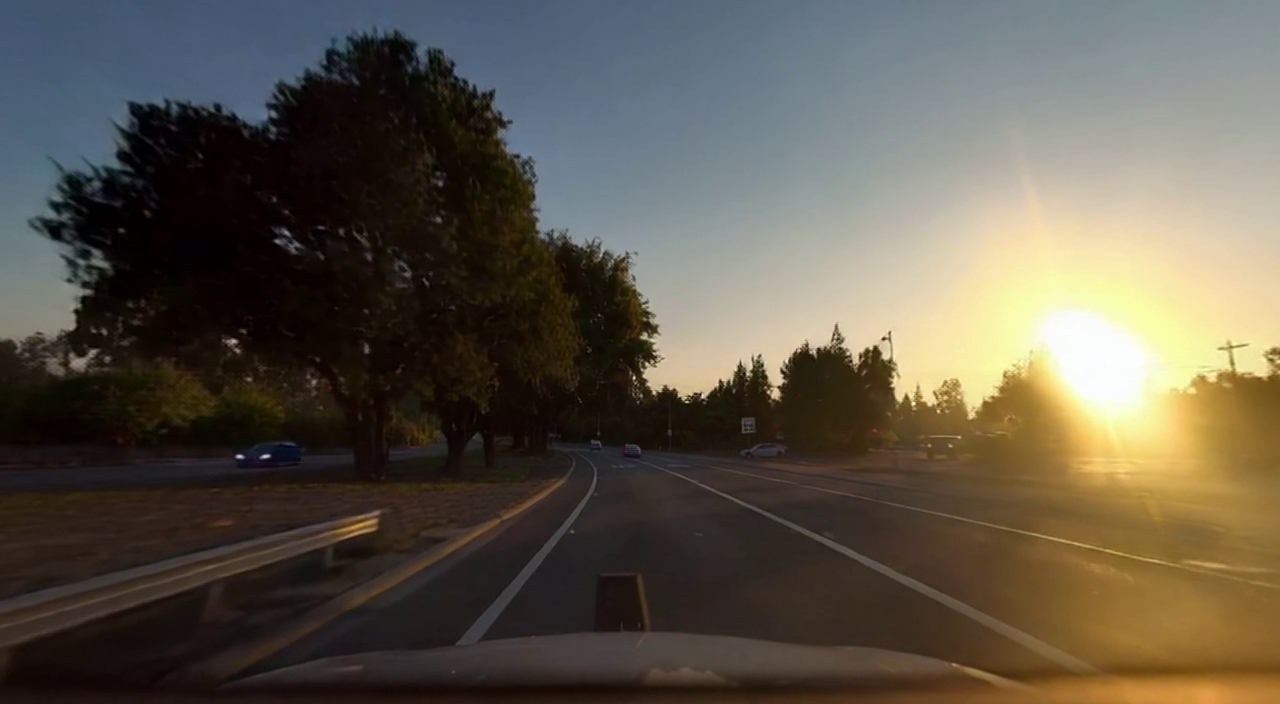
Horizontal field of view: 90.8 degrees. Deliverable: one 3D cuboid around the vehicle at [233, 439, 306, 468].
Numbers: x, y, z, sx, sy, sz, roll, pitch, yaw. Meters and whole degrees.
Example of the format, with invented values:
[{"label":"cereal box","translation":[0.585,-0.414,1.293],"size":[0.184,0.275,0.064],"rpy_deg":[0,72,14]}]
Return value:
[{"label":"vehicle","translation":[-22.229,6.077,38.104],"size":[1.905,1.624,4.549],"rpy_deg":[0,-9,-4]}]
